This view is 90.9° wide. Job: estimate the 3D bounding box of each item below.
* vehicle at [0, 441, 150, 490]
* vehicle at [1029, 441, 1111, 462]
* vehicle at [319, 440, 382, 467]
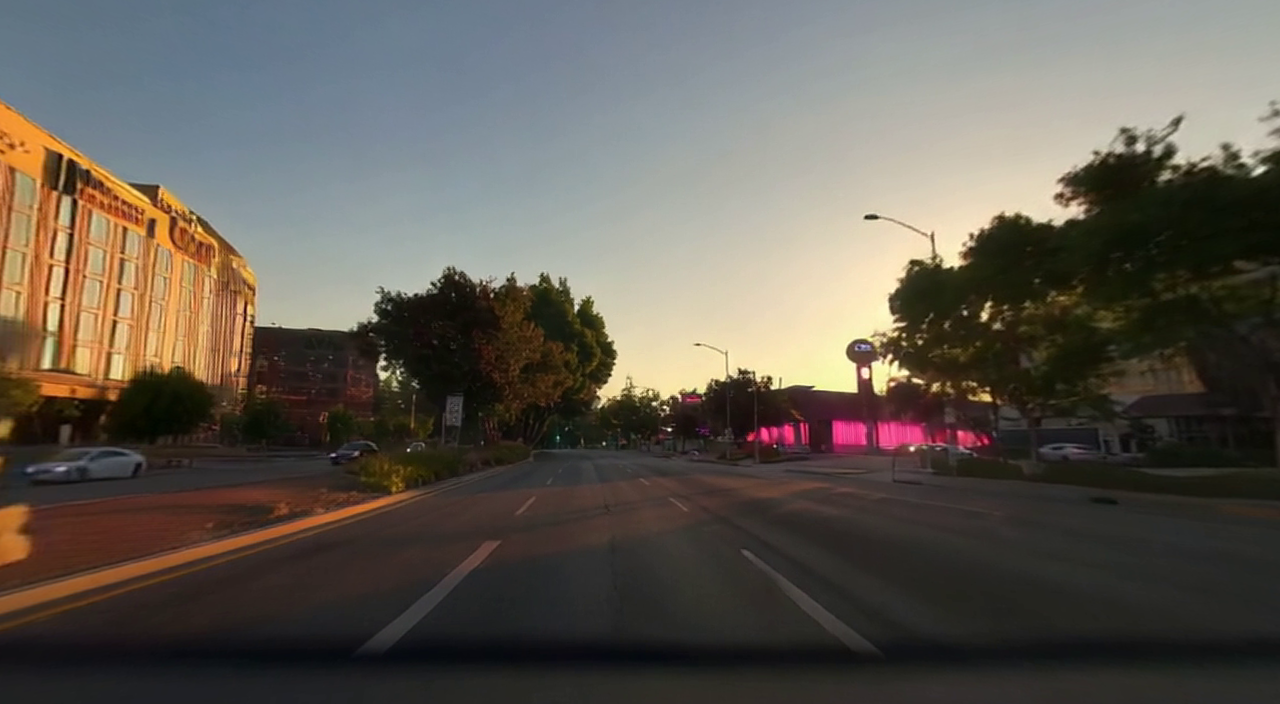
[{"bbox_3d":[-20.521,4.047,22.905,1.954,1.577,4.590,0,-8,-5],"label":"vehicle"},{"bbox_3d":[31.639,7.330,46.479,4.490,1.425,2.022,0,-8,1],"label":"vehicle"},{"bbox_3d":[-17.524,6.147,38.368,1.996,1.513,4.278,0,-8,-4],"label":"vehicle"}]
